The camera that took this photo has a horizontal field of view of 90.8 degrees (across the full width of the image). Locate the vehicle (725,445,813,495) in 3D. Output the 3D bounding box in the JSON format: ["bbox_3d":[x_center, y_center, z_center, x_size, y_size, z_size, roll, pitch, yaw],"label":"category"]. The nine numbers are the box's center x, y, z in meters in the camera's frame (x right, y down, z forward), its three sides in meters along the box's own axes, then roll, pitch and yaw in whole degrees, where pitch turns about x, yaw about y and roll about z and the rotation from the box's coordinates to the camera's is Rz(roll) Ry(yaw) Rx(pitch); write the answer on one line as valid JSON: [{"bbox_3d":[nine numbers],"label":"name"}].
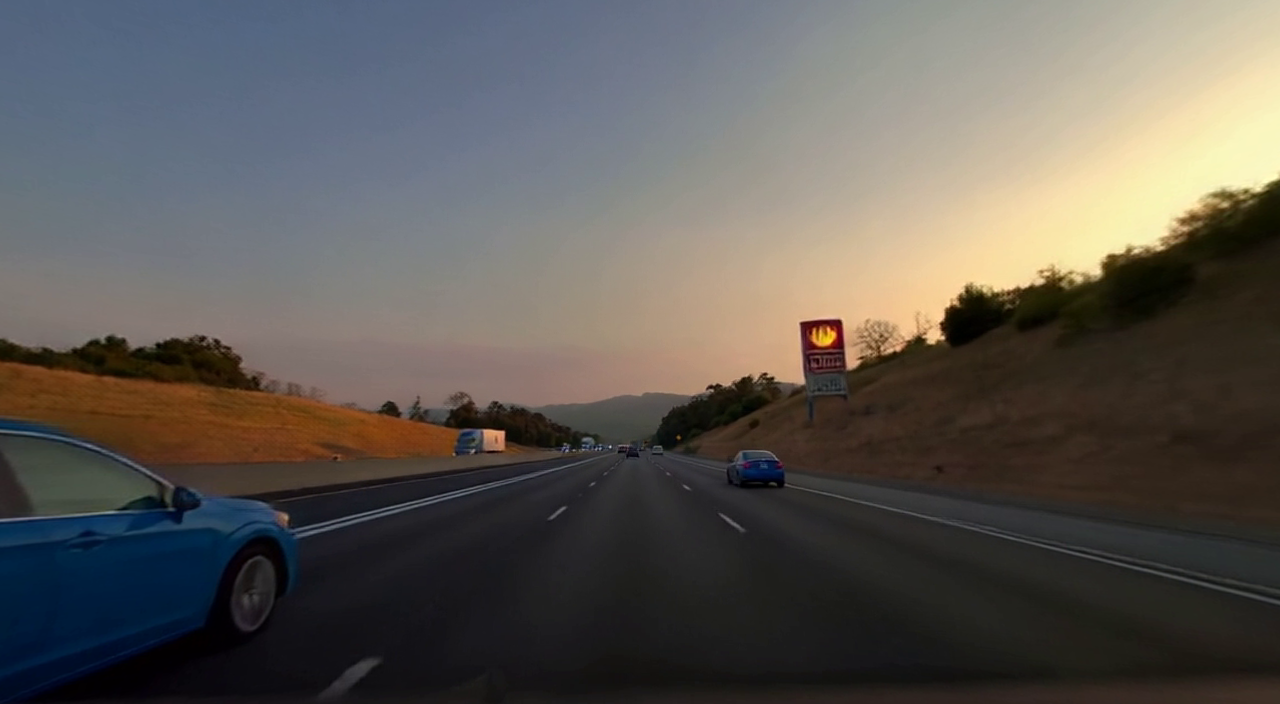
[{"bbox_3d":[4.106,3.816,20.758,1.967,1.472,3.751,0,-9,-2],"label":"vehicle"}]

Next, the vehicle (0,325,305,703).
[{"bbox_3d":[-3.137,0.699,1.455,2.277,1.695,4.475,0,-9,-1],"label":"vehicle"}]
